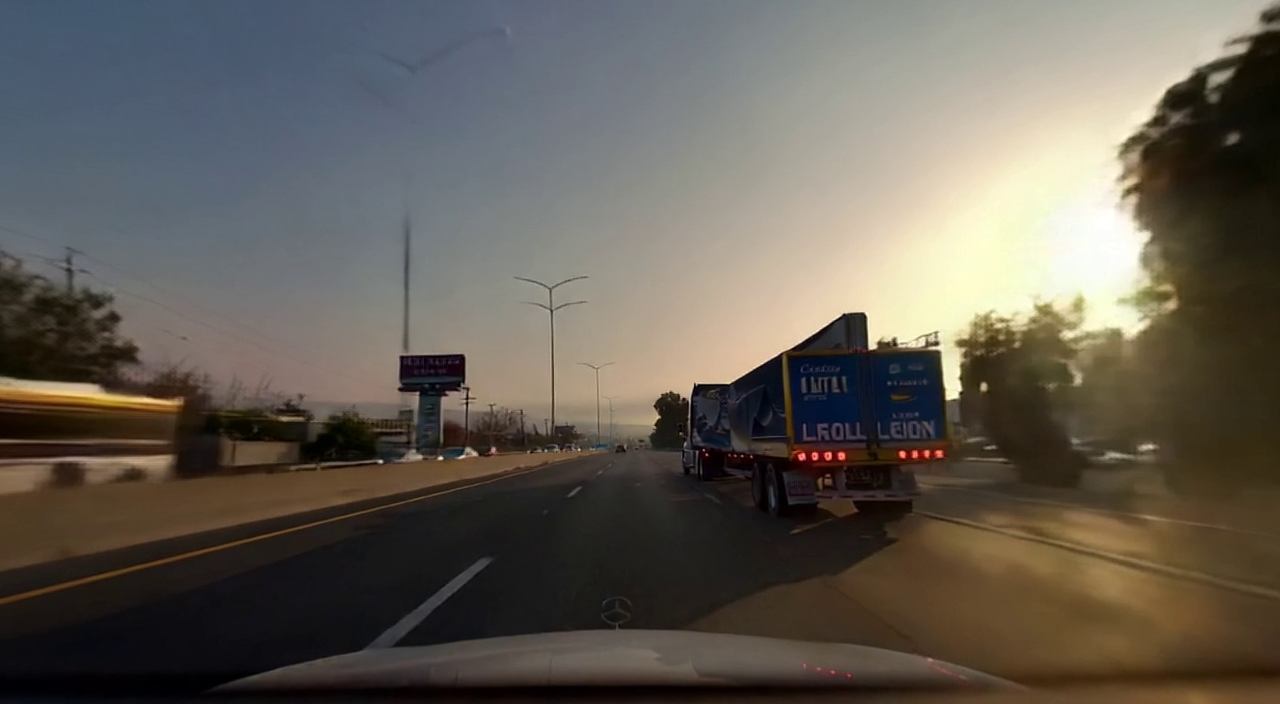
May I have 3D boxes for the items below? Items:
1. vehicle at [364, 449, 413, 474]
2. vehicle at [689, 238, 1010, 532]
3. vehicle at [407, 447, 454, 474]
[{"bbox_3d":[-14.852,6.460,37.499,1.559,1.345,3.270,0,-9,0],"label":"vehicle"},{"bbox_3d":[3.706,1.691,17.893,2.891,4.387,17.121,0,-9,-1],"label":"vehicle"},{"bbox_3d":[-11.085,5.728,33.570,1.423,1.311,3.159,0,-9,0],"label":"vehicle"}]
